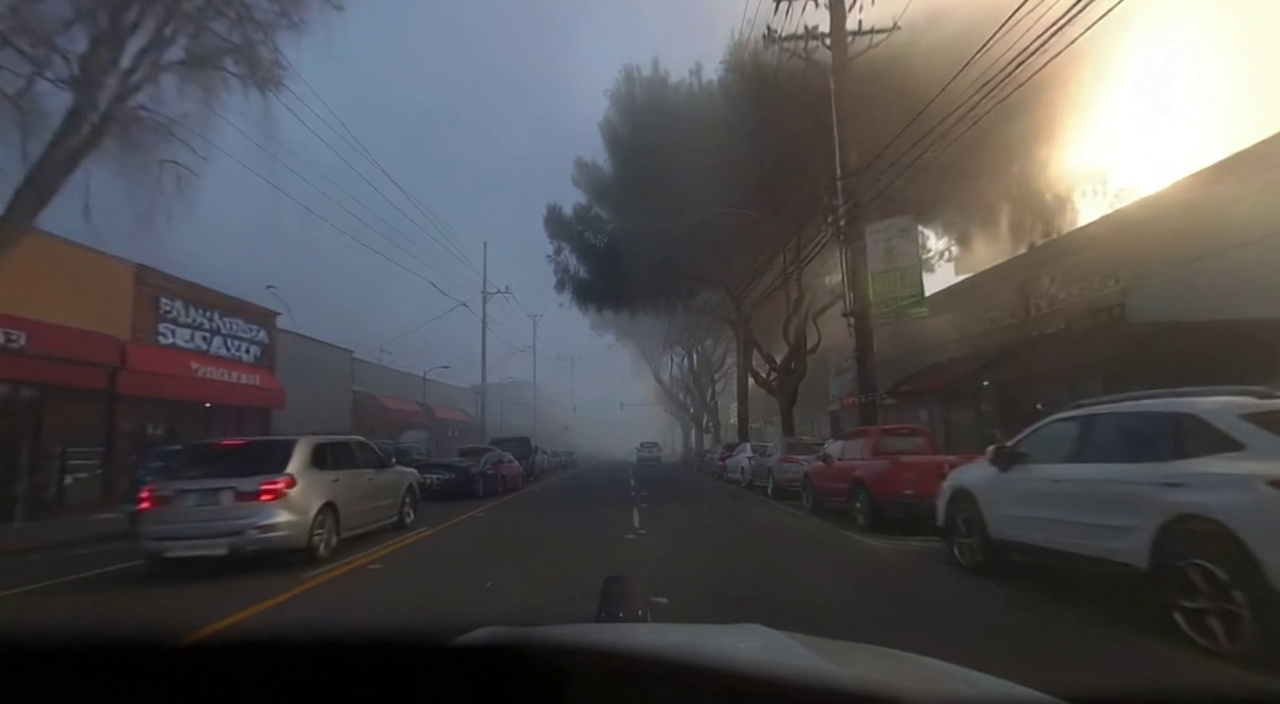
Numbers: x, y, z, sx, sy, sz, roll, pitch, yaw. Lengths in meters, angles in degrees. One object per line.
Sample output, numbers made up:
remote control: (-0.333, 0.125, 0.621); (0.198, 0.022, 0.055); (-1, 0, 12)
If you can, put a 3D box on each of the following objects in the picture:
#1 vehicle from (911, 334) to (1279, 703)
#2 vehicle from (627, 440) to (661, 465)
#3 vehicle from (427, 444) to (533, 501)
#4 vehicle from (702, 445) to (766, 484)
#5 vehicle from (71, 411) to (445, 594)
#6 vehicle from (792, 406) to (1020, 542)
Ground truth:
vehicle: (4.575, 1.182, 5.314); (2.243, 1.992, 5.087); (0, -8, -1)
vehicle: (0.228, 7.756, 48.946); (2.440, 1.882, 4.611); (0, -8, -2)
vehicle: (-4.650, 3.558, 19.139); (2.053, 1.485, 4.540); (0, -8, 0)
vehicle: (4.018, 4.856, 27.632); (1.921, 1.440, 4.382); (-1, -8, -3)
vehicle: (-4.628, 1.879, 8.933); (2.341, 1.825, 4.924); (0, -8, -2)
vehicle: (4.554, 2.173, 11.943); (2.044, 1.990, 5.035); (0, -8, -1)
